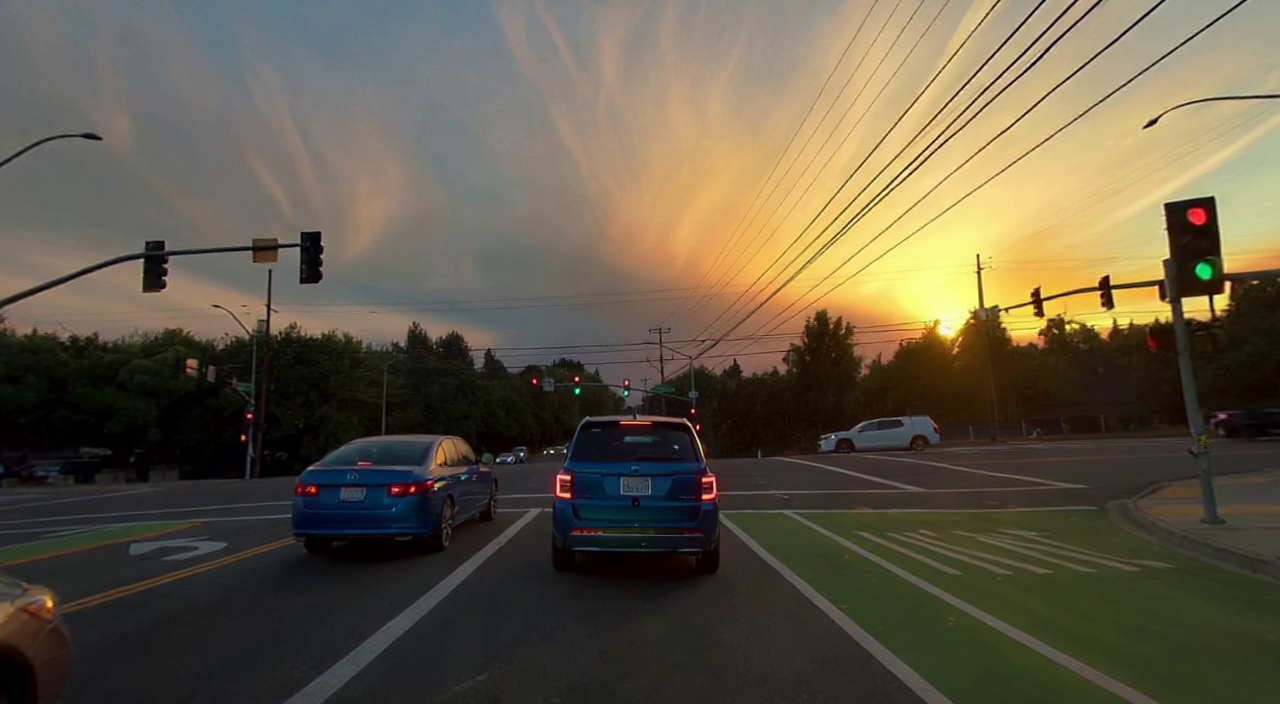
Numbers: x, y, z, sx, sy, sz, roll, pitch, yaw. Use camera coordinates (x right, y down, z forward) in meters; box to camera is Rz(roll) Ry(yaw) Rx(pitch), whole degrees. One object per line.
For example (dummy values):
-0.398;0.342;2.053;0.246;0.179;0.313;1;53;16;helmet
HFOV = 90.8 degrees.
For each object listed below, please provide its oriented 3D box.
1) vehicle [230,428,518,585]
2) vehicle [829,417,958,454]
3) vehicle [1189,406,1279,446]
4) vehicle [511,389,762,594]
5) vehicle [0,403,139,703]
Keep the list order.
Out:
-2.933;1.766;8.002;1.969;1.486;3.702;0;-8;1;vehicle
13.836;4.603;34.823;6.143;1.944;2.229;-1;-8;5;vehicle
27.208;3.202;27.195;4.977;1.648;2.088;-1;-8;5;vehicle
-0.062;1.512;7.598;2.182;1.773;4.041;0;-8;-1;vehicle
-3.350;0.660;0.442;1.928;1.488;4.936;0;-8;0;vehicle
